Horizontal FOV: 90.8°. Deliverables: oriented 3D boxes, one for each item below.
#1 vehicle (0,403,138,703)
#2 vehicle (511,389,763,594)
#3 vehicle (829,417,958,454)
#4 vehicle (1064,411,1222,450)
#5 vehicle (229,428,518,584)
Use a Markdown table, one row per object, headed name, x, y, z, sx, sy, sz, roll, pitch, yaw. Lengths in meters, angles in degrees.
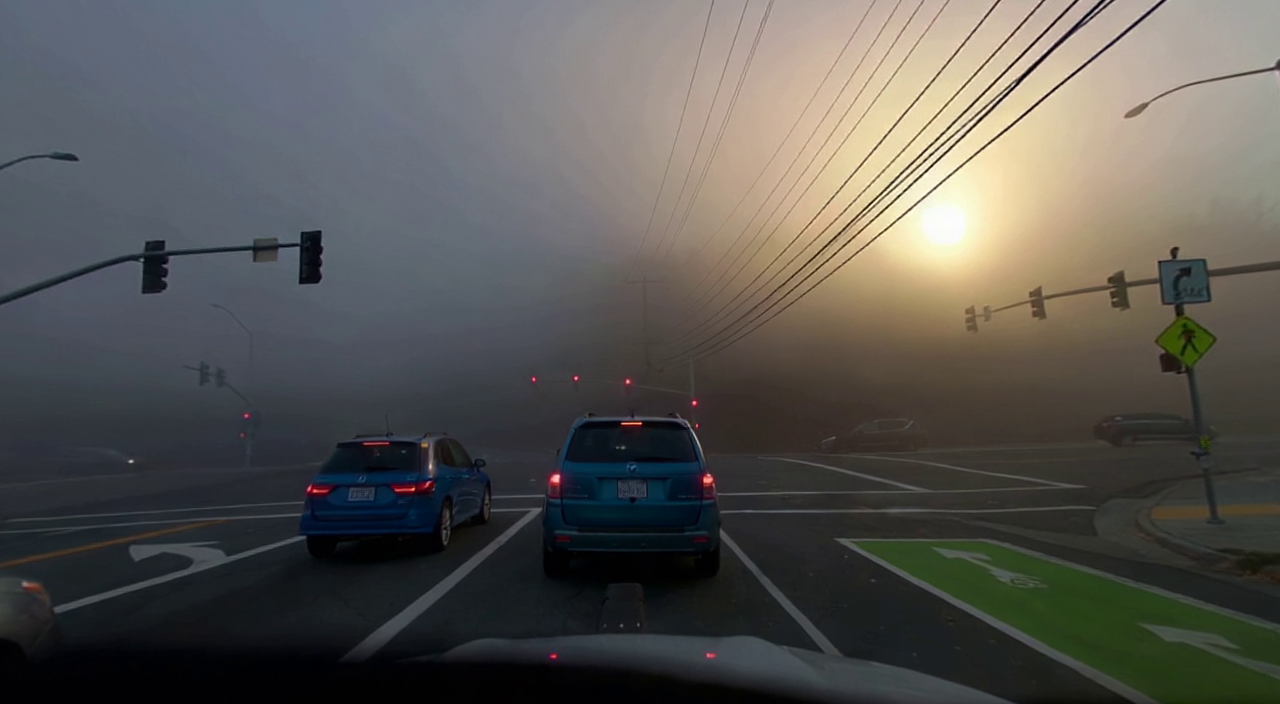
| name | x | y | z | sx | sy | sz | roll | pitch | yaw |
| --- | --- | --- | --- | --- | --- | --- | --- | --- | --- |
| vehicle | -3.350 | 0.660 | 0.438 | 1.928 | 1.488 | 4.936 | 0 | -8 | 0 |
| vehicle | -0.059 | 1.510 | 7.604 | 2.182 | 1.773 | 4.041 | 0 | -8 | -1 |
| vehicle | 13.824 | 4.607 | 34.834 | 6.143 | 1.944 | 2.229 | -1 | -8 | 5 |
| vehicle | 21.909 | 3.475 | 27.706 | 4.977 | 1.648 | 2.088 | -1 | -8 | 4 |
| vehicle | -2.933 | 1.763 | 7.997 | 1.969 | 1.486 | 3.702 | 0 | -8 | 1 |
